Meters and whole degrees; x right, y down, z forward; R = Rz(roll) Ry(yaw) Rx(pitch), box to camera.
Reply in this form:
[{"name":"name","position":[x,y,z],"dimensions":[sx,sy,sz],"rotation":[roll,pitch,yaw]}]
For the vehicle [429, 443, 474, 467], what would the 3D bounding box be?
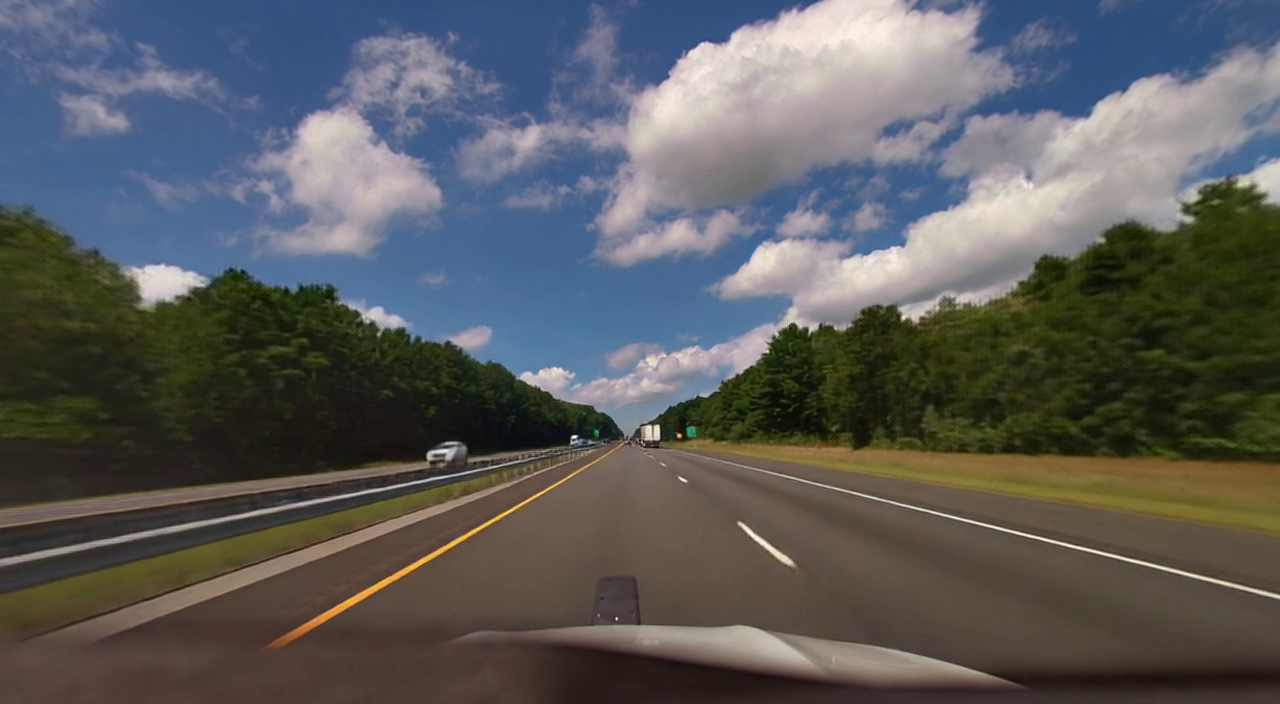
[{"name":"vehicle","position":[-11.770,6.433,39.612],"dimensions":[1.795,1.412,4.022],"rotation":[0,-8,-3]}]
